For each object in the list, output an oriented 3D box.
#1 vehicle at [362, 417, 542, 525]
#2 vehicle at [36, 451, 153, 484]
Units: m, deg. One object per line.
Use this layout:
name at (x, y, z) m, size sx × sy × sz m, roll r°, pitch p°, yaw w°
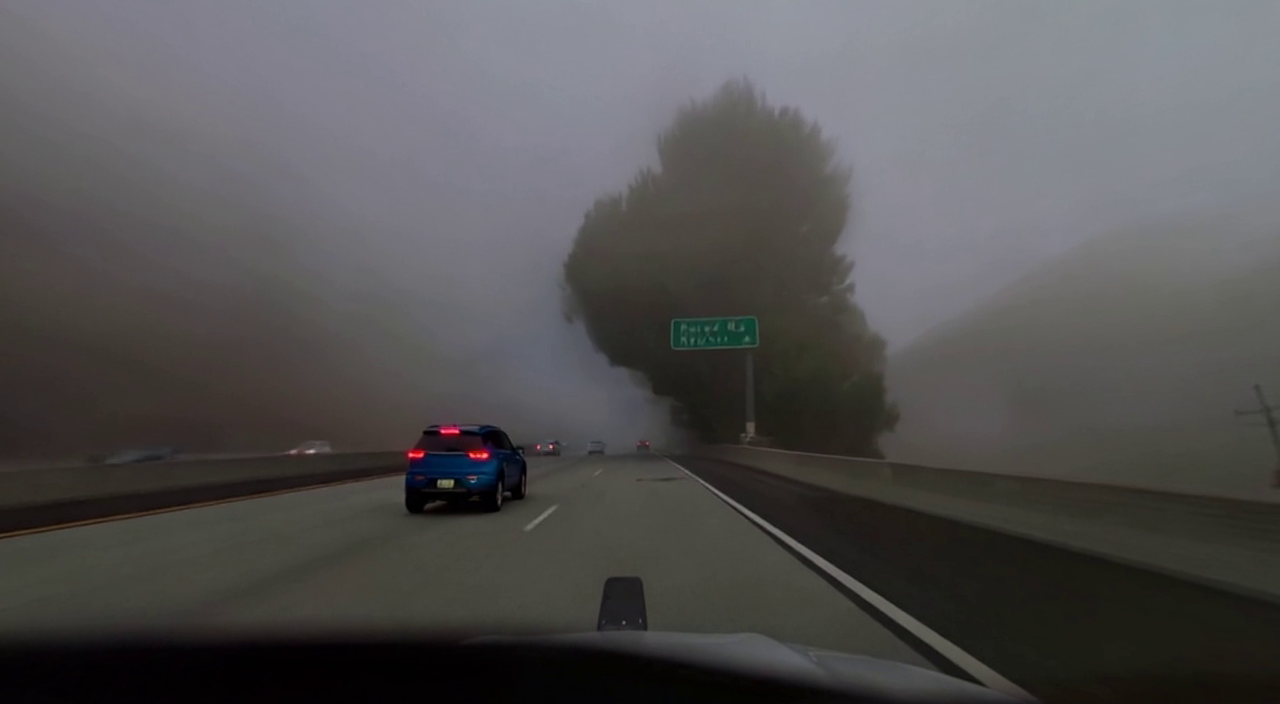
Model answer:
vehicle at (-3.390, 2.232, 12.453) m, size 2.138 × 1.718 × 4.415 m, roll -1°, pitch -8°, yaw 1°
vehicle at (-28.246, 5.969, 32.902) m, size 1.795 × 1.482 × 4.774 m, roll -1°, pitch -8°, yaw 0°
